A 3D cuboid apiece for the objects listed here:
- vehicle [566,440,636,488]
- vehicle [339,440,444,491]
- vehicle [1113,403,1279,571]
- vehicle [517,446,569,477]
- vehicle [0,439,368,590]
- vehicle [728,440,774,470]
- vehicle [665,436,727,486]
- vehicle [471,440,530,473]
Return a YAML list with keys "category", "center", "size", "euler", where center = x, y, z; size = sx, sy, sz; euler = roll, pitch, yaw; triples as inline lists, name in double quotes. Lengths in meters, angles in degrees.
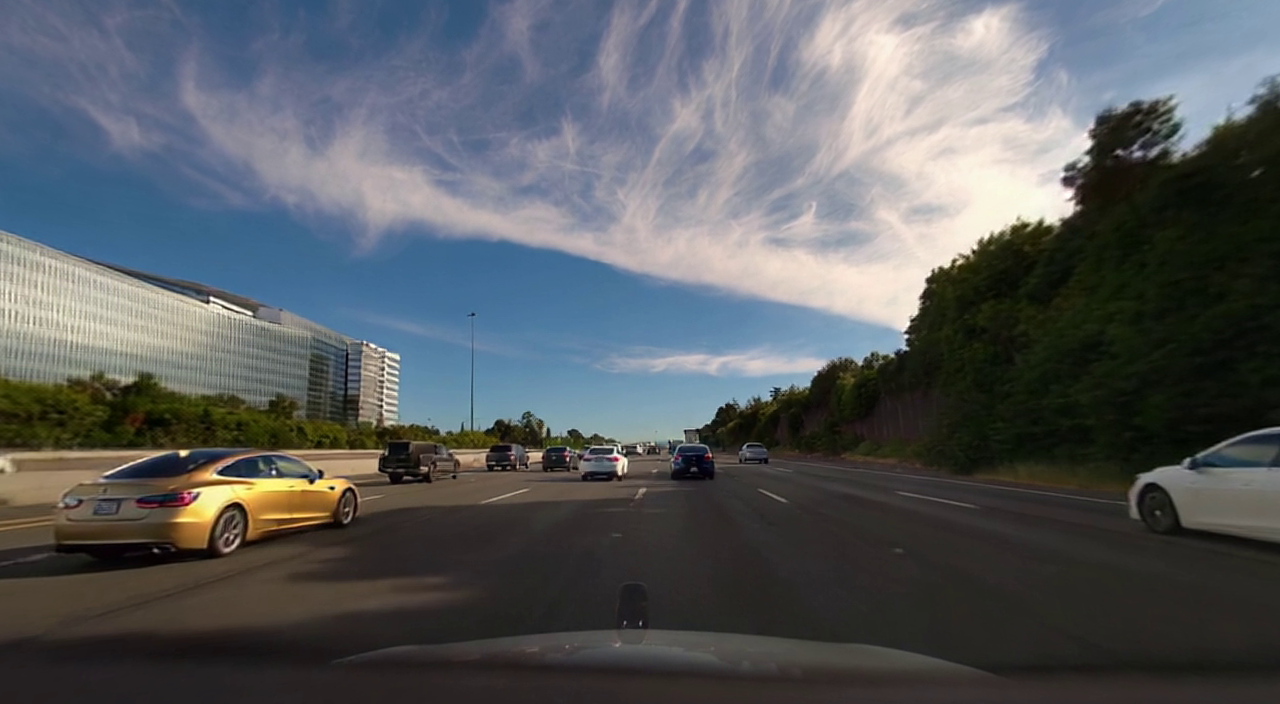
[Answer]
- category: "vehicle"
  center: [-1.344, 4.124, 23.594]
  size: [2.102, 1.624, 4.257]
  euler: [-1, -8, 3]
- category: "vehicle"
  center: [-9.141, 4.187, 23.661]
  size: [1.947, 1.683, 4.331]
  euler: [-1, -8, 3]
- category: "vehicle"
  center: [7.645, 1.366, 6.314]
  size: [1.960, 1.726, 5.016]
  euler: [0, -8, 1]
- category: "vehicle"
  center: [-4.930, 5.615, 32.563]
  size: [1.886, 1.455, 4.148]
  euler: [-1, -8, 3]
- category: "vehicle"
  center: [-5.938, 1.966, 8.667]
  size: [2.116, 1.473, 4.644]
  euler: [-1, -8, 3]
- category: "vehicle"
  center: [6.983, 6.516, 40.124]
  size: [2.071, 1.754, 4.484]
  euler: [0, -8, 0]
- category: "vehicle"
  center: [2.016, 4.090, 23.929]
  size: [2.114, 1.715, 4.136]
  euler: [-1, -8, 2]
- category: "vehicle"
  center: [-8.395, 6.341, 38.447]
  size: [2.187, 1.851, 5.085]
  euler: [-1, -8, 3]
